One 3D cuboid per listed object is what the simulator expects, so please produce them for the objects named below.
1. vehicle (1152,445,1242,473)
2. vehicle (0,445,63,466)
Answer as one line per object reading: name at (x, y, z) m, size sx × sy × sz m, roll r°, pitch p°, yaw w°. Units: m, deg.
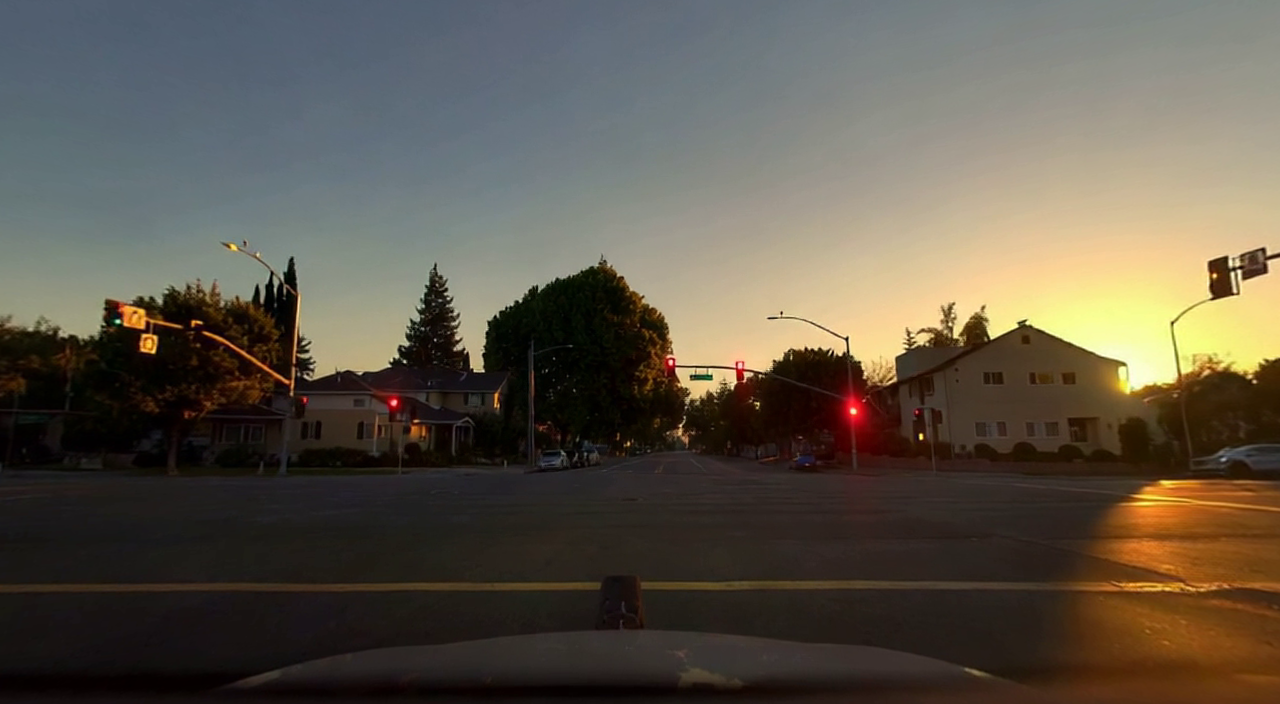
vehicle at (36.780, 7.053, 41.876) m, size 1.853 × 1.723 × 4.460 m, roll 0°, pitch -9°, yaw 0°
vehicle at (-44.281, 7.434, 45.376) m, size 3.949 × 1.422 × 1.744 m, roll 0°, pitch -9°, yaw 1°
